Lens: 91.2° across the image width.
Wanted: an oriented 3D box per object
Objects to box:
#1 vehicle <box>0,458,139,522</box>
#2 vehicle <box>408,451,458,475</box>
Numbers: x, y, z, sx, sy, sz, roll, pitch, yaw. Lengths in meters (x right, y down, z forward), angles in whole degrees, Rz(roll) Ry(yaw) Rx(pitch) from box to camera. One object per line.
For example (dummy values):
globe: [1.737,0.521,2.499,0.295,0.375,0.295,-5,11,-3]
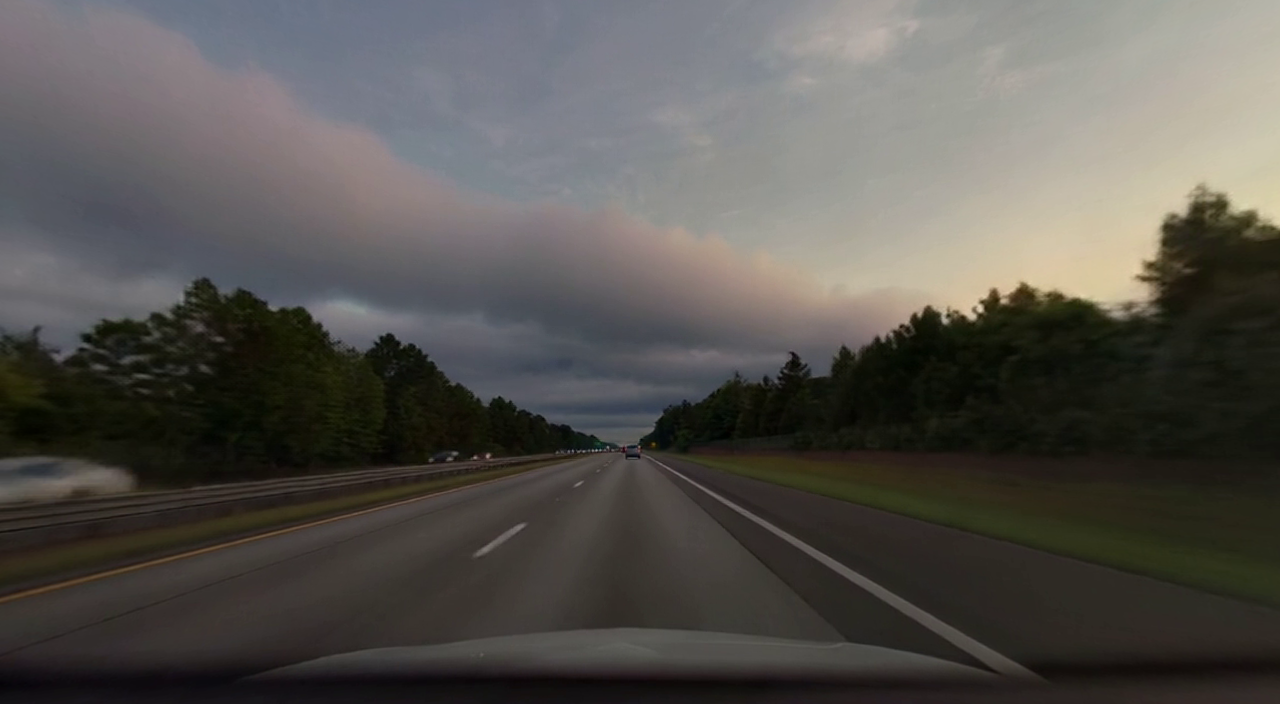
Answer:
vehicle: [-16.646,3.737,17.417,1.821,1.481,4.435,0,-9,-1]
vehicle: [-13.903,7.461,42.360,1.729,1.484,4.774,0,-9,-1]
